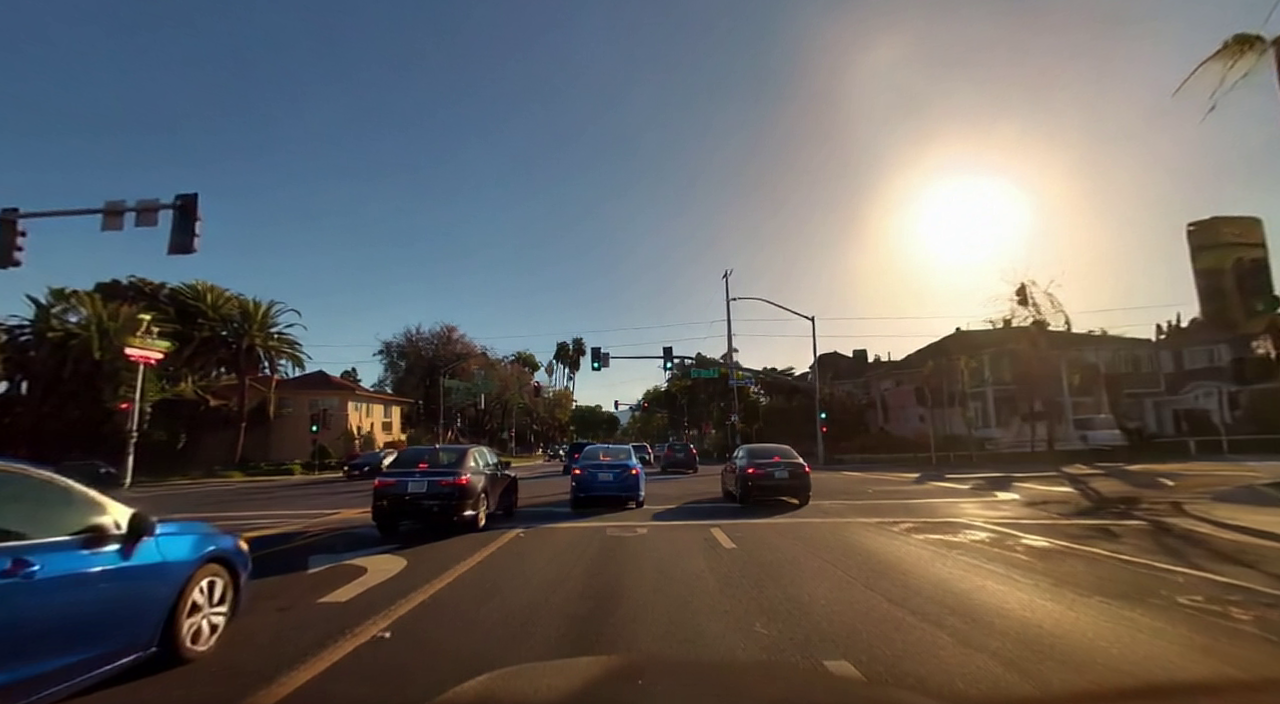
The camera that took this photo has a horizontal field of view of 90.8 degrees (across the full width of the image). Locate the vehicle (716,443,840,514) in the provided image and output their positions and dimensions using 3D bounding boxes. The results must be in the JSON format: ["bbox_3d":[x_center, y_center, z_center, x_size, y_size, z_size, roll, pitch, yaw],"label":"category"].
[{"bbox_3d":[3.190,3.008,15.601,2.014,1.464,4.312,0,-8,-1],"label":"vehicle"}]

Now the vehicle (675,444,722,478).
[{"bbox_3d":[2.921,5.573,32.557,1.956,1.615,4.205,0,-8,-1],"label":"vehicle"}]

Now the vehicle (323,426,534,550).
[{"bbox_3d":[-3.305,2.223,11.071,2.024,1.701,4.572,0,-8,1],"label":"vehicle"}]

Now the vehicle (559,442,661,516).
[{"bbox_3d":[-0.610,2.898,14.940,2.104,1.500,3.815,0,-8,0],"label":"vehicle"}]

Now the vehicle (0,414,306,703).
[{"bbox_3d":[-3.650,1.006,2.607,2.058,1.474,4.473,0,-8,0],"label":"vehicle"}]
